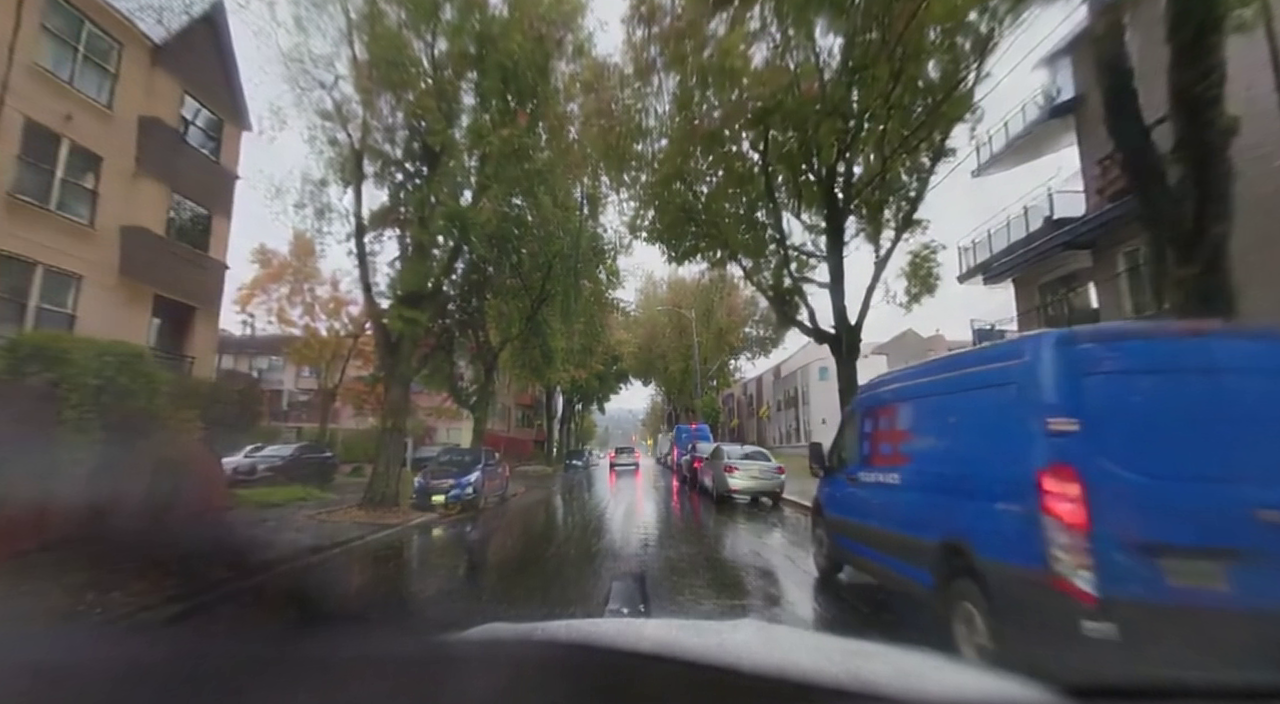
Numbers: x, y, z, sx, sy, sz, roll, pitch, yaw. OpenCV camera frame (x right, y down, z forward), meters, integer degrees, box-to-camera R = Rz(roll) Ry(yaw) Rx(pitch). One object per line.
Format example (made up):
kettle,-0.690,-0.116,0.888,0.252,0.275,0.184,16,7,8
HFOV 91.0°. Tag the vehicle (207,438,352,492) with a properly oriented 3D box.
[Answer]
vehicle,-11.328,3.543,20.217,1.795,1.513,4.442,0,-8,3

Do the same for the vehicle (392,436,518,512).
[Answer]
vehicle,-4.902,3.248,17.470,2.090,1.497,4.639,1,-4,0

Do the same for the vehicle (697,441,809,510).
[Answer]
vehicle,2.642,2.977,15.728,1.906,1.471,3.941,0,-8,-3

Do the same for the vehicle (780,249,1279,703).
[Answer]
vehicle,2.684,0.977,4.455,2.303,2.049,4.719,0,-8,0

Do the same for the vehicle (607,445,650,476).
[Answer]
vehicle,-0.618,5.598,32.735,2.095,1.510,3.605,0,-8,-1

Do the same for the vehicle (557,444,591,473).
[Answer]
vehicle,-4.701,7.619,45.326,1.951,1.662,4.046,1,-4,0
